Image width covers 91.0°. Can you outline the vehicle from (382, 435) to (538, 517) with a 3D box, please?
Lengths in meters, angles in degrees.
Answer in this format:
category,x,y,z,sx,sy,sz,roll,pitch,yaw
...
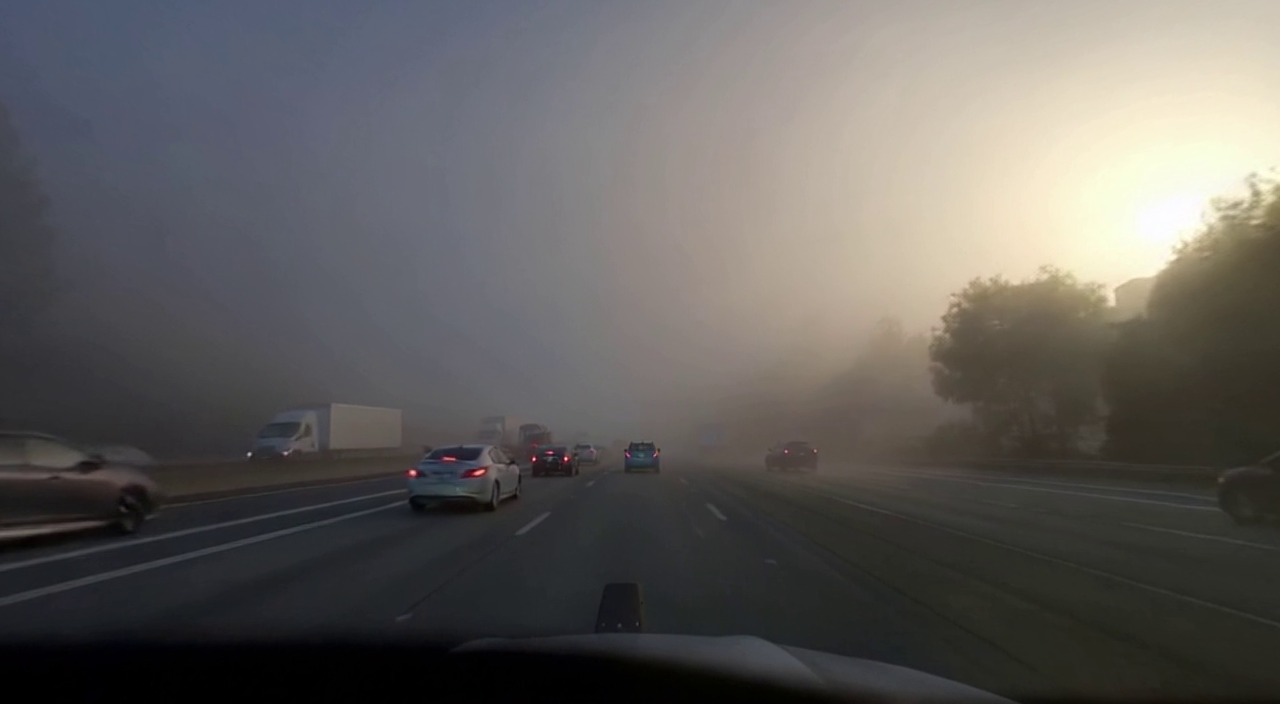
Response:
category,x,y,z,sx,sy,sz,roll,pitch,yaw
vehicle,-3.563,2.550,13.412,2.025,1.449,4.190,0,-9,1

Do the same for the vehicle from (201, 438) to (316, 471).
category,x,y,z,sx,sy,sz,roll,pitch,yaw
vehicle,-22.516,6.090,37.637,2.451,1.797,6.888,0,-9,1

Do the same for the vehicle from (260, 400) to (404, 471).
category,x,y,z,sx,sy,sz,roll,pitch,yaw
vehicle,-18.678,5.332,39.523,2.989,3.764,11.425,0,-9,1

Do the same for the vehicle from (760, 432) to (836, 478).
category,x,y,z,sx,sy,sz,roll,pitch,yaw
vehicle,6.467,4.292,26.343,1.992,1.745,4.329,0,-9,-1

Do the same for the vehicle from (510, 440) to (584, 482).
category,x,y,z,sx,sy,sz,roll,pitch,yaw
vehicle,-3.481,4.177,24.467,2.098,1.463,4.578,0,-9,1

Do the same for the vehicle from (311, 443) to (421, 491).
category,x,y,z,sx,sy,sz,roll,pitch,yaw
vehicle,-9.186,3.862,21.485,1.827,1.472,3.962,0,-9,2

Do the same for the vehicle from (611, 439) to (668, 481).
category,x,y,z,sx,sy,sz,roll,pitch,yaw
vehicle,-0.027,4.133,24.373,2.053,1.461,3.941,0,-9,0

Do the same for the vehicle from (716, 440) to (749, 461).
category,x,y,z,sx,sy,sz,roll,pitch,yaw
vehicle,6.859,7.402,47.150,1.895,1.488,4.254,0,-9,1

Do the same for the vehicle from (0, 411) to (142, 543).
category,x,y,z,sx,sy,sz,roll,pitch,yaw
vehicle,-9.315,1.581,7.913,2.194,1.676,4.743,0,-9,0
